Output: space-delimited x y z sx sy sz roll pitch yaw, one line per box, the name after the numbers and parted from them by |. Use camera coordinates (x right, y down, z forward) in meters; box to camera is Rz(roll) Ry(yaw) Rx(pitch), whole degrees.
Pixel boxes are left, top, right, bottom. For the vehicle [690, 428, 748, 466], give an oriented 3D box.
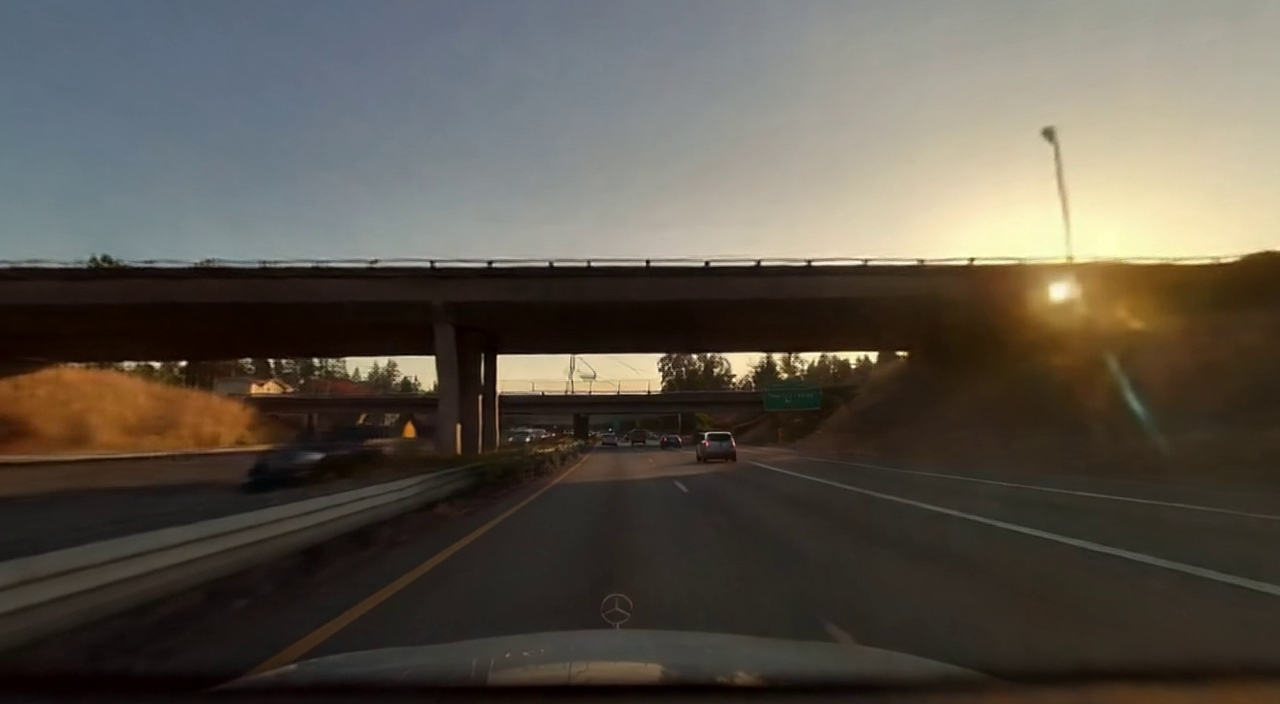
3.439 4.203 28.057 1.938 1.578 3.764 0 -8 -3 | vehicle

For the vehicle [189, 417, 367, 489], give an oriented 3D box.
-8.754 2.476 15.781 1.961 1.545 4.290 0 -8 -1 | vehicle
